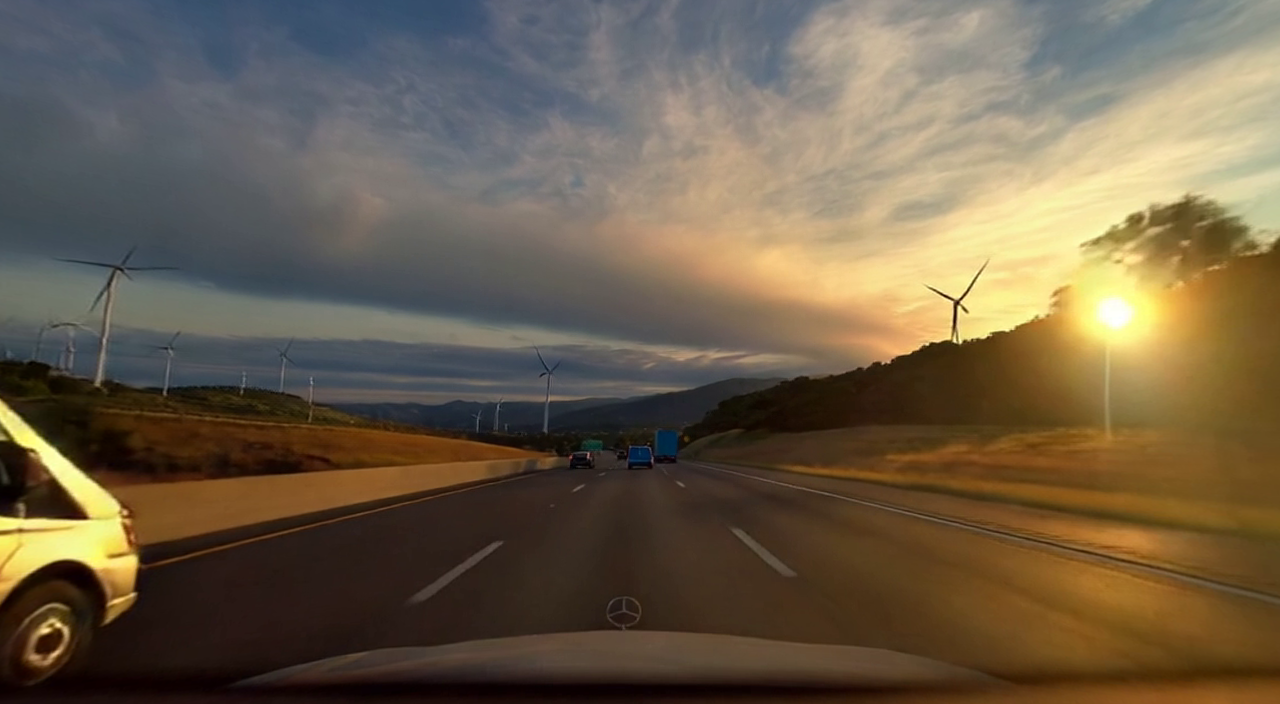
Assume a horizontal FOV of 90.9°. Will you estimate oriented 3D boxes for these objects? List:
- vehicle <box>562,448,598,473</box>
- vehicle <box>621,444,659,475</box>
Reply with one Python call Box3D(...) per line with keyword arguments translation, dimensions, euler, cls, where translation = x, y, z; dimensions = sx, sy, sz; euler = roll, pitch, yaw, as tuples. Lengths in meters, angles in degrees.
Box3D(translation=(-3.901, 7.182, 41.908), dimensions=(1.984, 1.491, 4.341), euler=(0, -9, 0), cls="vehicle")
Box3D(translation=(-0.008, 6.202, 36.615), dimensions=(2.083, 1.689, 4.083), euler=(0, -9, 0), cls="vehicle")
